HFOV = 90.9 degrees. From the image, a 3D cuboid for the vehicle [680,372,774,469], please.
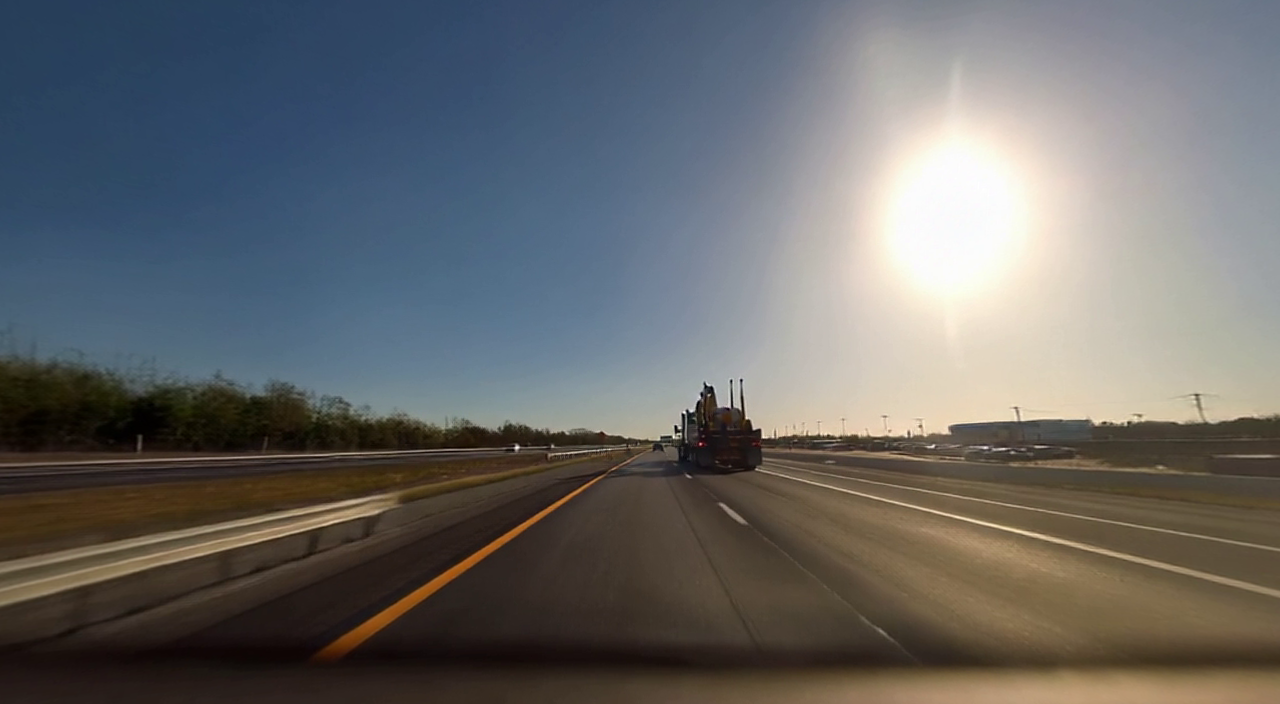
[{"bbox_3d":[3.720,3.261,29.000,3.279,3.956,6.541,0,-9,-1],"label":"vehicle"}]
